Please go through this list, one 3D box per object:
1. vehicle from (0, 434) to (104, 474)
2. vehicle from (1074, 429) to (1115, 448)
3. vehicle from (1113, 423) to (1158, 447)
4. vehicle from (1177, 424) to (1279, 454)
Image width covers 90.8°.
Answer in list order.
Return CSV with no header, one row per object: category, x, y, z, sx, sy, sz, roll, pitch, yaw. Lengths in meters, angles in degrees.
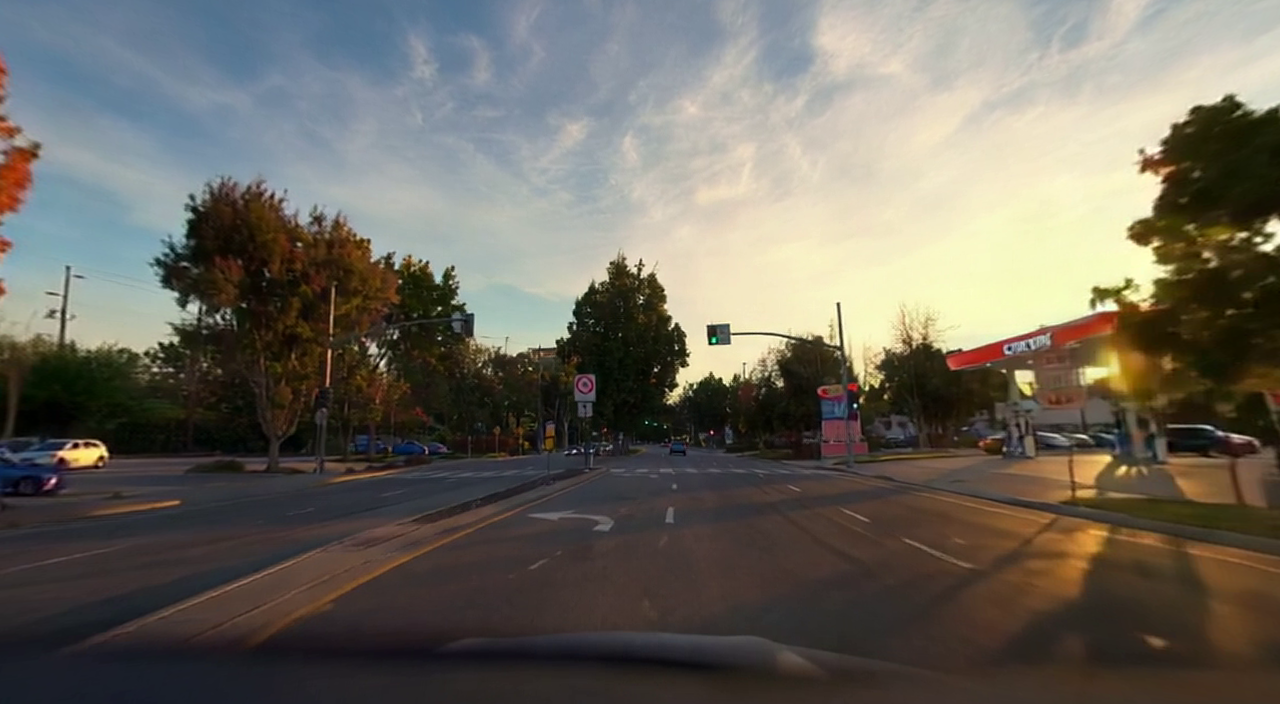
vehicle,-31.586,5.384,33.475,4.847,1.872,2.114,-4,-7,9
vehicle,34.826,6.635,48.320,3.931,1.422,1.771,8,-12,-44
vehicle,36.931,6.193,47.049,3.928,1.684,1.912,8,-12,-43
vehicle,30.493,4.444,32.159,1.885,1.446,4.469,7,-11,-41
